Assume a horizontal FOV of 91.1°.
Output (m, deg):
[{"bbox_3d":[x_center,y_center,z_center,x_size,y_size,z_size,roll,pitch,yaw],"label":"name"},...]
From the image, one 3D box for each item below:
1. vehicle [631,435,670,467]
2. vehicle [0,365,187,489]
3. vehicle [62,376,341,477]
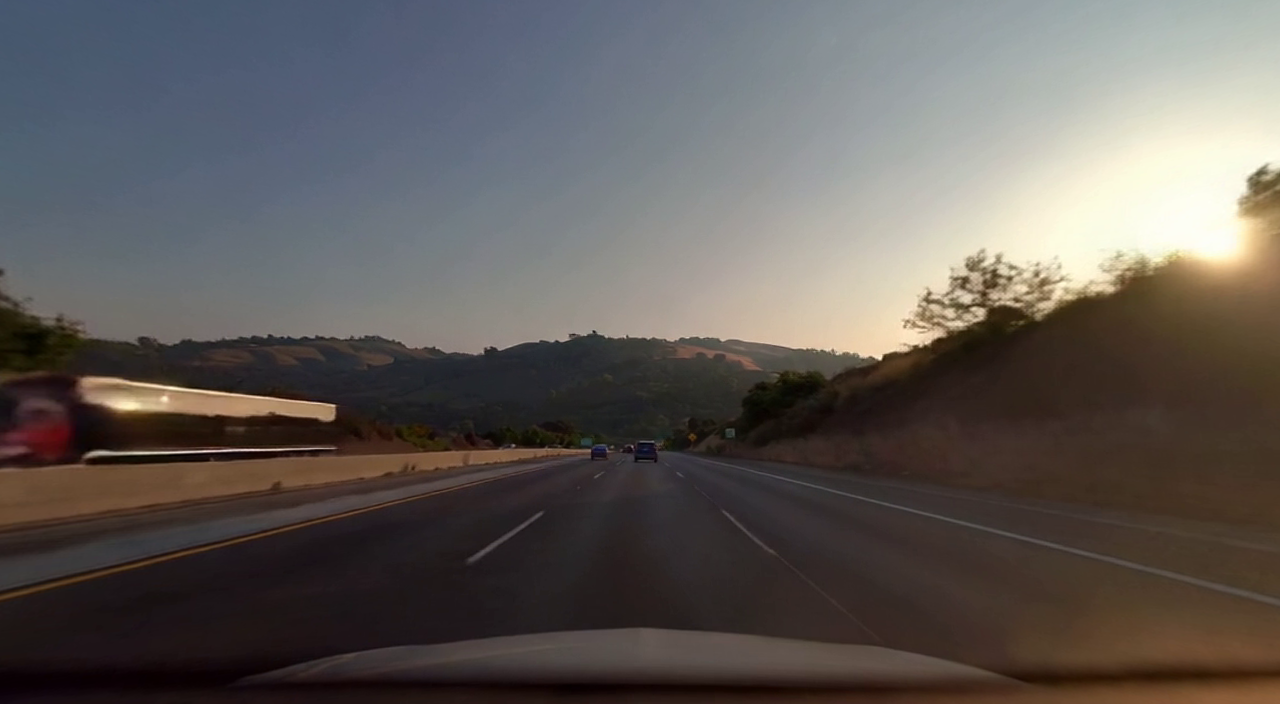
[{"bbox_3d":[0.629,6.181,39.243,2.272,1.836,4.866,0,-8,0],"label":"vehicle"},{"bbox_3d":[-21.697,2.934,23.781,3.060,3.922,7.710,0,-8,1],"label":"vehicle"},{"bbox_3d":[-21.589,4.202,33.556,2.881,4.047,16.488,0,-8,1],"label":"vehicle"}]
